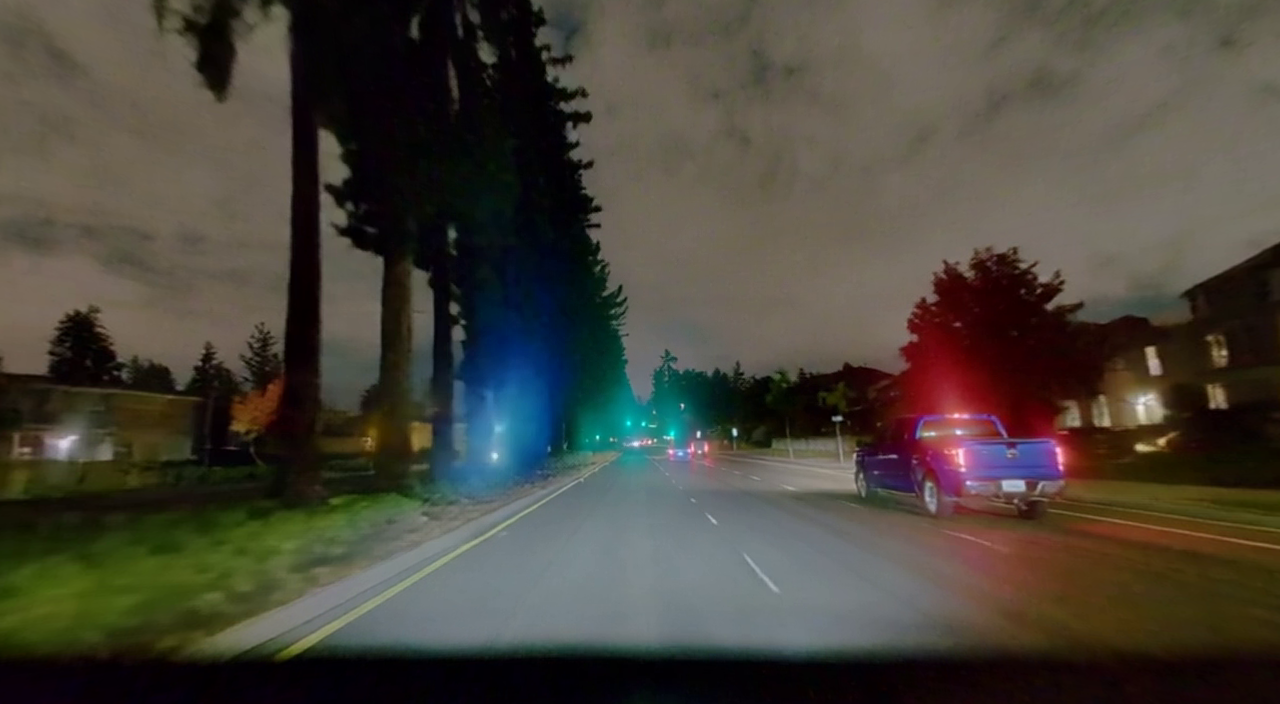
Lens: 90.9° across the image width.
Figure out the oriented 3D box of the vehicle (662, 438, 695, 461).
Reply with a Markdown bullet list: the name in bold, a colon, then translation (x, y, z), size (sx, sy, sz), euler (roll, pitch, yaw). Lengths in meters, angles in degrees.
- **vehicle**: translation (2.819, 7.246, 46.984), size (2.061, 1.632, 4.222), euler (0, -8, -1)

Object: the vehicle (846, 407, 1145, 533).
- **vehicle**: translation (5.978, 2.083, 11.820), size (2.262, 1.769, 5.666), euler (0, -8, 0)
